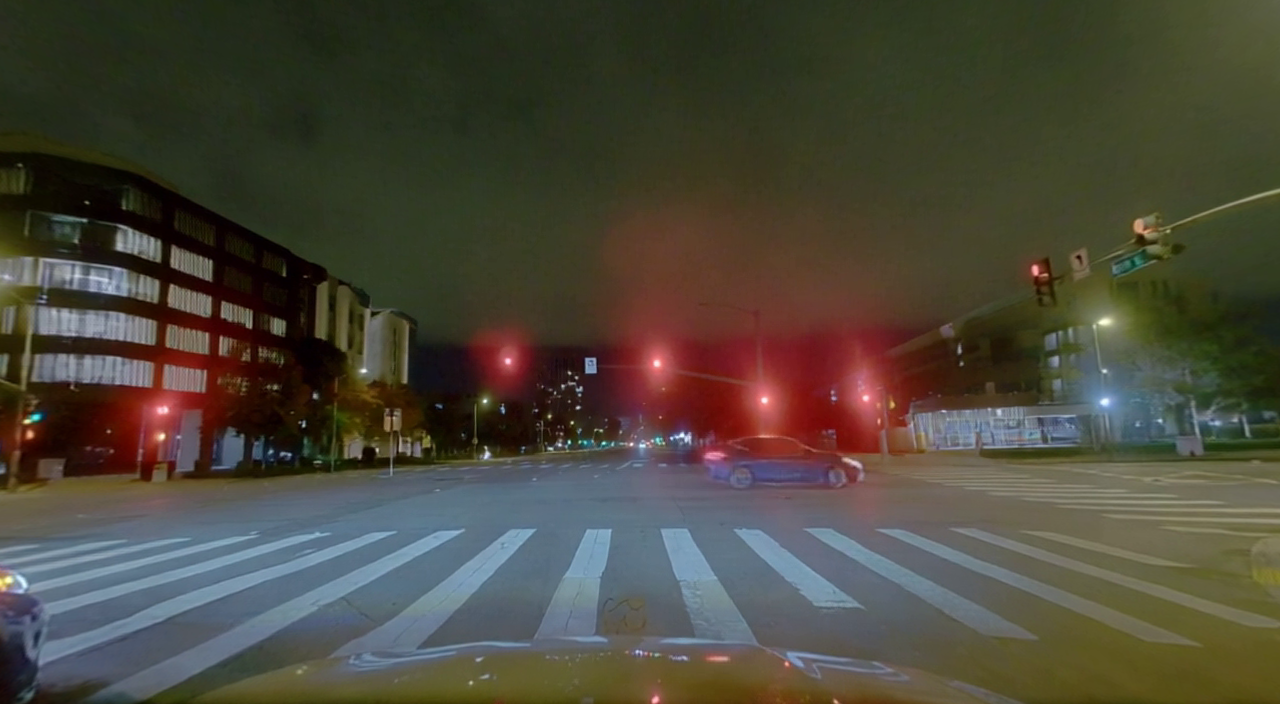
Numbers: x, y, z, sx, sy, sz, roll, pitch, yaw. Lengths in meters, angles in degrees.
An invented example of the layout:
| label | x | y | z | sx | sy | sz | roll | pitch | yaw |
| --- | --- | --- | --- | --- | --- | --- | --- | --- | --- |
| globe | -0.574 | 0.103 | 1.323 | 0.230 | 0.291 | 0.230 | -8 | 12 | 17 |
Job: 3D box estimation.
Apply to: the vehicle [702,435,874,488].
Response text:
| label | x | y | z | sx | sy | sz | roll | pitch | yaw |
| --- | --- | --- | --- | --- | --- | --- | --- | --- | --- |
| vehicle | 4.205 | 3.197 | 18.479 | 4.551 | 1.454 | 1.941 | 0 | -8 | 0 |

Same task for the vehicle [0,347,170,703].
| label | x | y | z | sx | sy | sz | roll | pitch | yaw |
| --- | --- | --- | --- | --- | --- | --- | --- | --- | --- |
| vehicle | -3.629 | 0.615 | 1.060 | 2.109 | 1.692 | 4.587 | 0 | -8 | 0 |
